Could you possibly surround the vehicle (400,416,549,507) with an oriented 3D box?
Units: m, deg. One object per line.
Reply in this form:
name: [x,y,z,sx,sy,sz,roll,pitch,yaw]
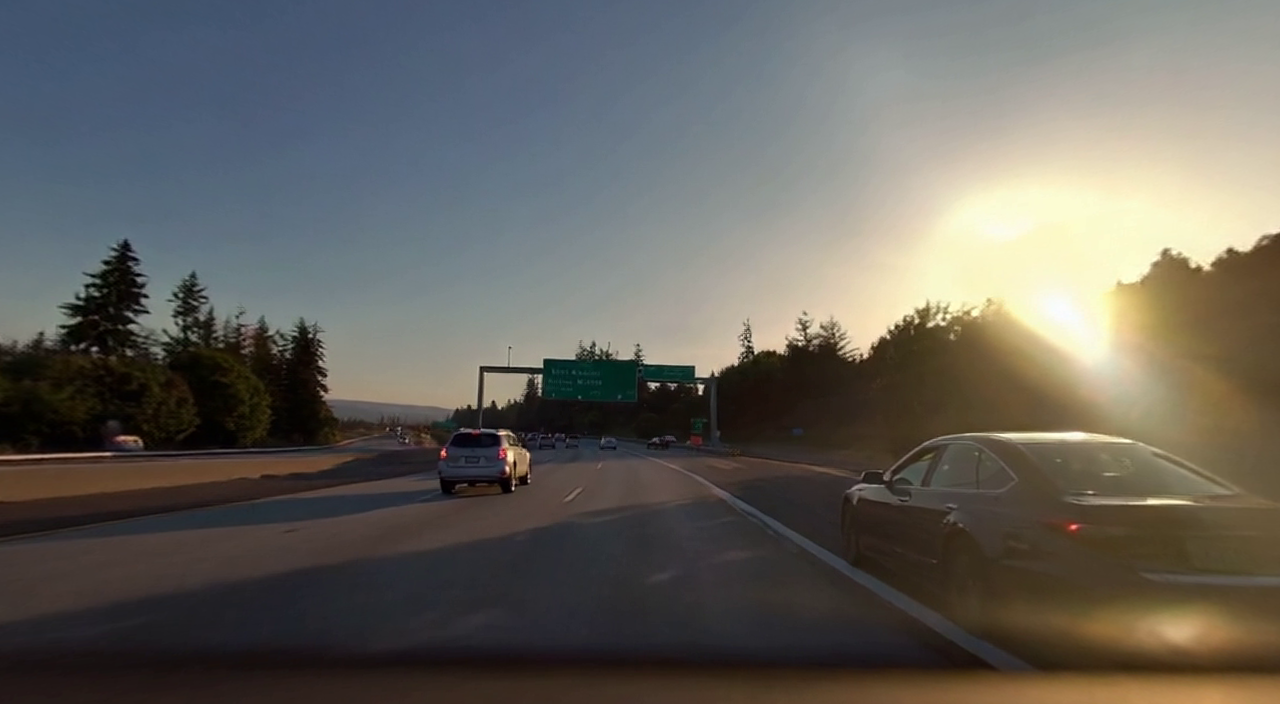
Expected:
vehicle: [-3.650,2.540,15.012,2.142,1.789,5.009,0,-8,1]
